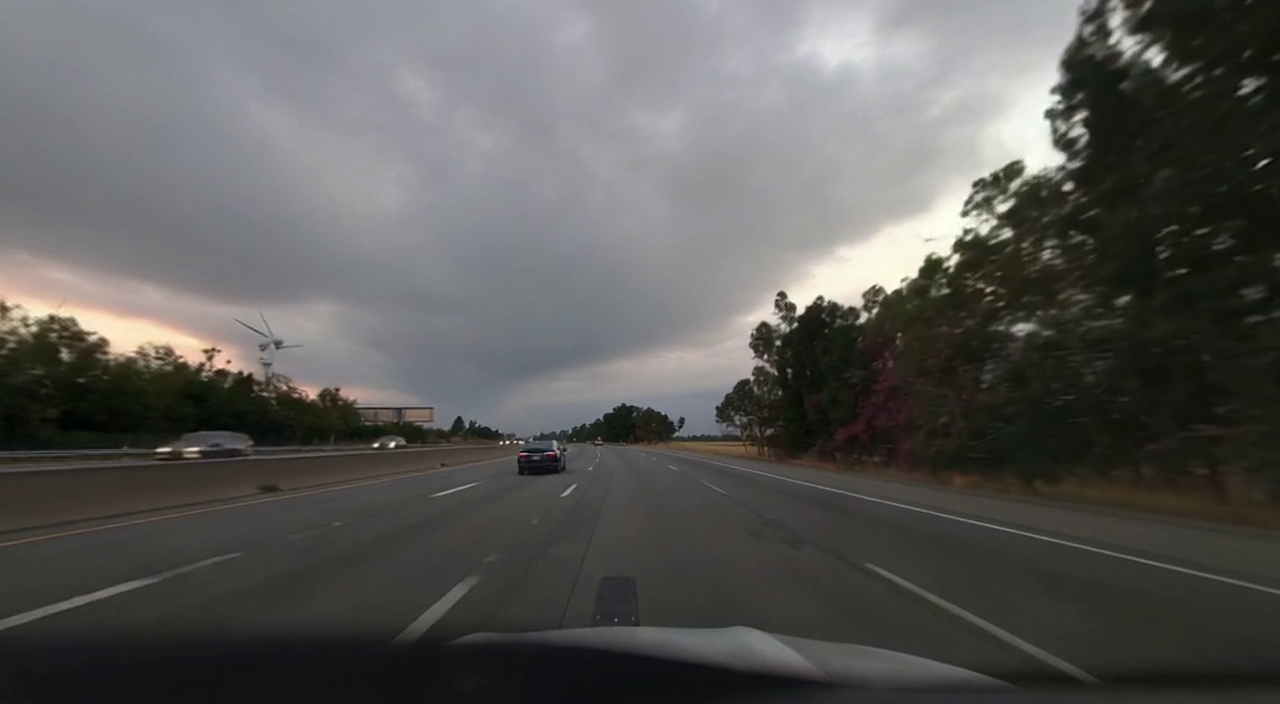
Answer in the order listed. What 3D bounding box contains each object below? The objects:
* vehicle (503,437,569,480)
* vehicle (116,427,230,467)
[{"bbox_3d":[-4.034,4.184,25.127,2.053,1.549,4.097,0,-8,-1],"label":"vehicle"},{"bbox_3d":[-20.111,4.112,27.351,1.804,1.552,4.248,0,-8,-2],"label":"vehicle"}]
